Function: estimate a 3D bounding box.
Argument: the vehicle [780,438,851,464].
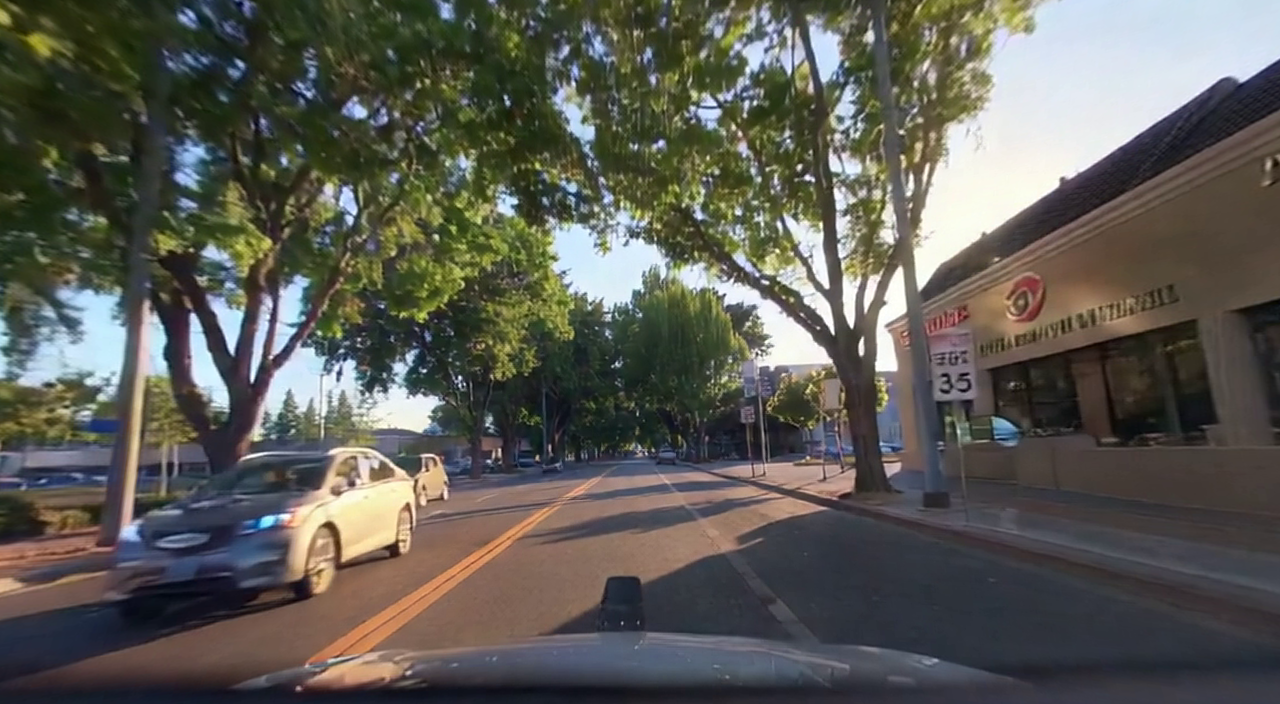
[{"bbox_3d":[10.980,6.125,39.347,4.587,1.504,1.928,7,-11,-39],"label":"vehicle"}]

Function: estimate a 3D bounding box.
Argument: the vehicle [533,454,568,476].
[{"bbox_3d":[-6.681,8.488,47.632,1.962,1.478,4.639,-1,-9,1],"label":"vehicle"}]

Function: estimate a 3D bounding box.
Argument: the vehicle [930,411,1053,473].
[{"bbox_3d":[11.368,2.901,20.265,2.124,1.711,5.059,-9,-12,43],"label":"vehicle"}]

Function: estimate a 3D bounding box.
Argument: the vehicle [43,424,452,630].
[{"bbox_3d":[-4.115,1.884,7.892,2.103,1.750,4.660,-1,-9,0],"label":"vehicle"}]
